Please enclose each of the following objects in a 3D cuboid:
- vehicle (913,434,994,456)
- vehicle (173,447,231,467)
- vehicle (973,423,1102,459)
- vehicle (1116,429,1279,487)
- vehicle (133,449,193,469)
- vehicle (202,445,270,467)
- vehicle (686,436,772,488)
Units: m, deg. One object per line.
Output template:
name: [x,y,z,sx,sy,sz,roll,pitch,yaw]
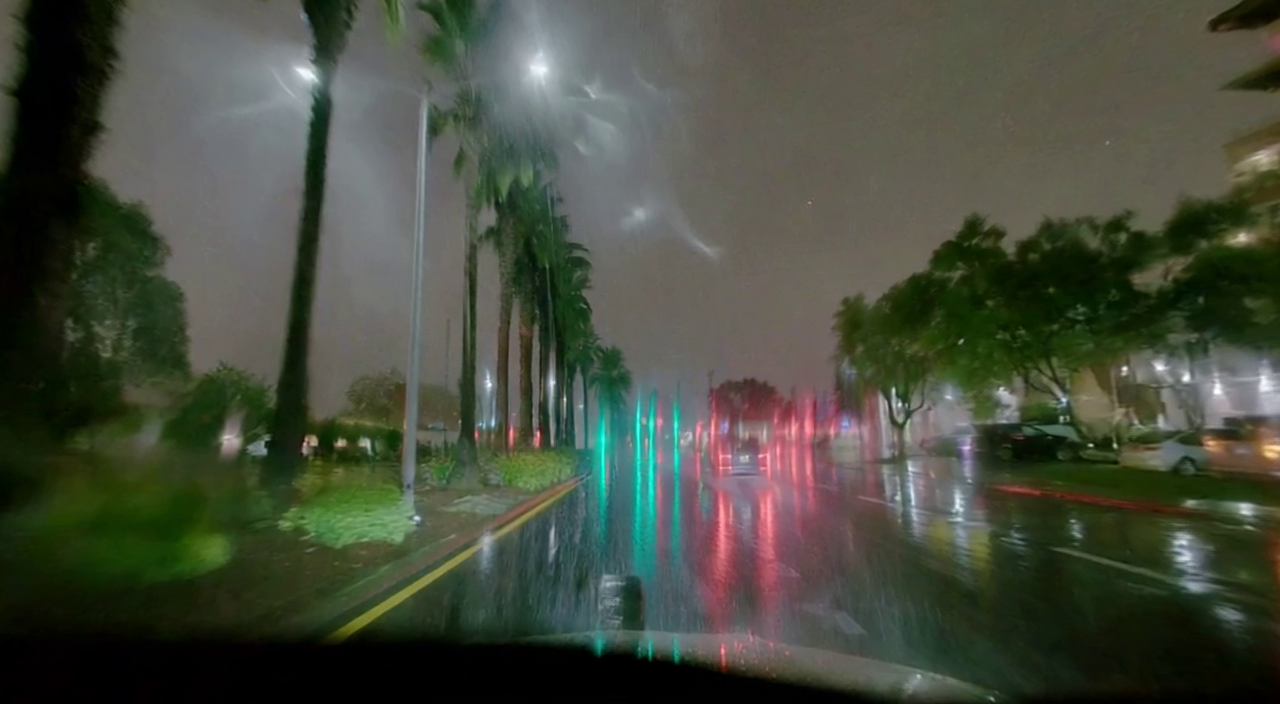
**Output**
vehicle: [22.297,6.616,45.028,4.633,1.518,2.008,0,-8,-1]
vehicle: [-33.605,8.045,48.590,1.829,1.492,3.741,0,-8,-1]
vehicle: [21.844,4.921,34.906,5.644,1.937,2.174,0,-8,-1]
vehicle: [16.363,3.009,18.181,1.920,1.430,4.710,-1,-8,4]
vehicle: [-36.098,8.083,47.928,1.777,1.425,3.875,0,-8,-5]
vehicle: [-30.965,7.942,48.586,1.933,1.586,4.594,-1,-8,3]
vehicle: [2.691,3.446,20.098,1.964,1.448,4.295,0,-8,-2]
